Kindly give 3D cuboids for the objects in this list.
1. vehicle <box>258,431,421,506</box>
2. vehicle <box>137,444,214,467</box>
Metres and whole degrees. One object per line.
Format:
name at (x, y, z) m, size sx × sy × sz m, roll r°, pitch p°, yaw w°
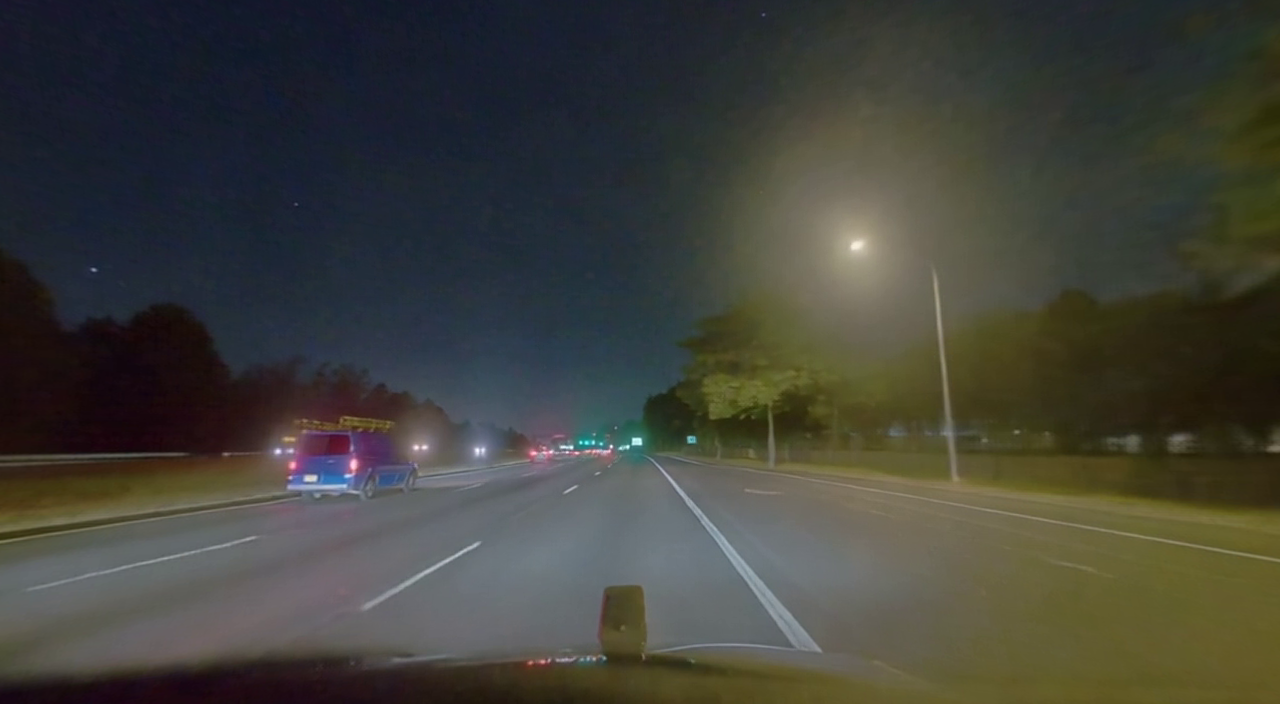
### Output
vehicle at (-7.957, 3.130, 17.382) m, size 2.093 × 1.752 × 4.771 m, roll 0°, pitch -9°, yaw 0°
vehicle at (-33.011, 7.344, 44.994) m, size 1.879 × 1.491 × 4.819 m, roll 0°, pitch -9°, yaw 0°
